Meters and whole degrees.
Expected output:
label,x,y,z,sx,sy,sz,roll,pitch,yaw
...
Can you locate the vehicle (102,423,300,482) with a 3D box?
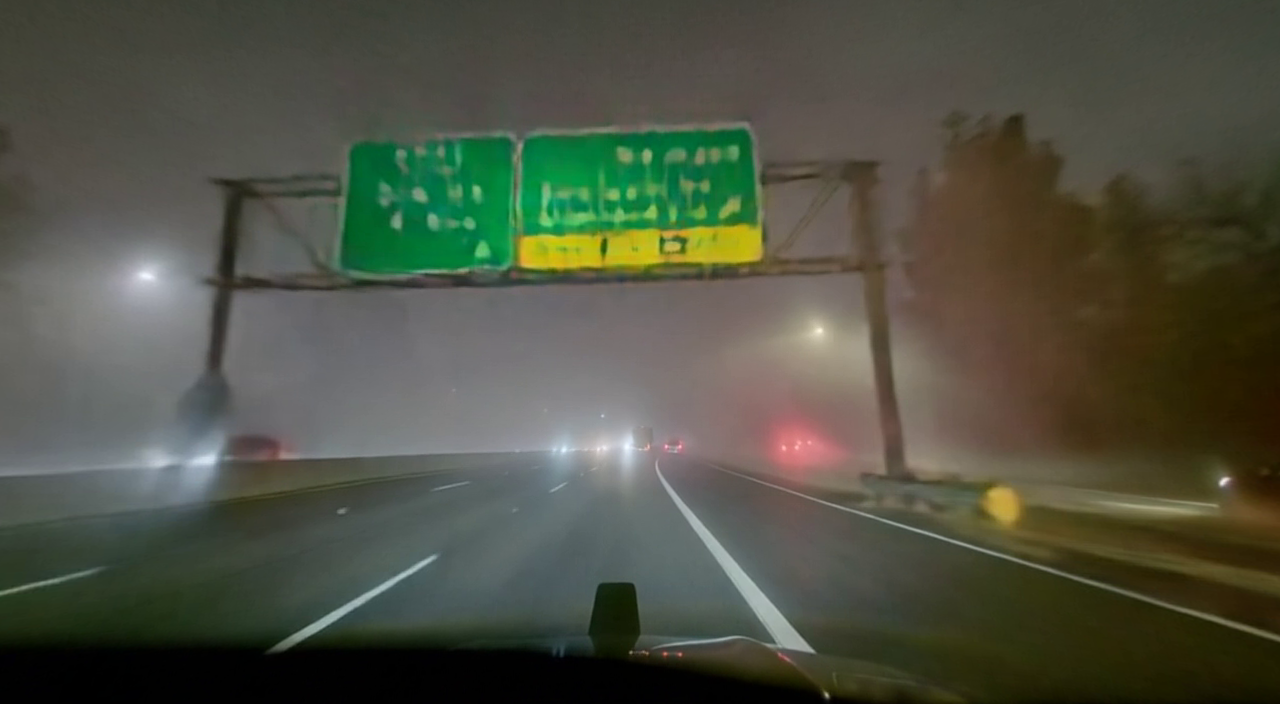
label,x,y,z,sx,sy,sz,roll,pitch,yaw
vehicle,-16.080,3.756,23.872,2.750,1.890,6.452,0,-9,2
